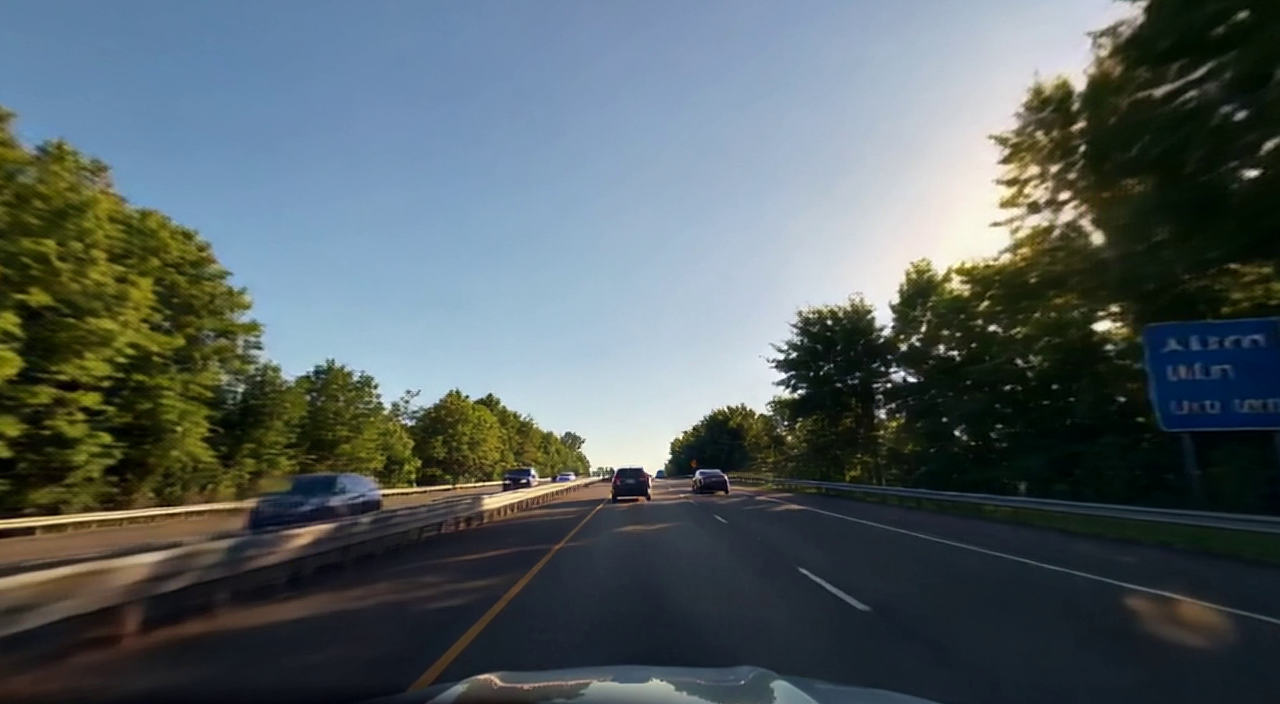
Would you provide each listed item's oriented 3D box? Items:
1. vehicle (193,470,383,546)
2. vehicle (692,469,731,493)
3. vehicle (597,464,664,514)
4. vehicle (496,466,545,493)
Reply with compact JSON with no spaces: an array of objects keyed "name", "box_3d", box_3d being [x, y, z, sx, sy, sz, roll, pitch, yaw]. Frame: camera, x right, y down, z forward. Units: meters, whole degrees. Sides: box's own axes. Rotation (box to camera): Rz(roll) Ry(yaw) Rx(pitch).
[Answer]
[{"name":"vehicle","box_3d":[-7.778,3.463,14.508,1.926,1.442,4.175,1,-10,0]},{"name":"vehicle","box_3d":[4.555,8.302,40.729,1.974,1.476,4.119,1,-10,-1]},{"name":"vehicle","box_3d":[-0.309,4.534,21.117,2.060,1.473,3.726,1,-10,-1]},{"name":"vehicle","box_3d":[-7.594,8.143,40.455,2.156,1.596,4.559,0,-10,1]}]
